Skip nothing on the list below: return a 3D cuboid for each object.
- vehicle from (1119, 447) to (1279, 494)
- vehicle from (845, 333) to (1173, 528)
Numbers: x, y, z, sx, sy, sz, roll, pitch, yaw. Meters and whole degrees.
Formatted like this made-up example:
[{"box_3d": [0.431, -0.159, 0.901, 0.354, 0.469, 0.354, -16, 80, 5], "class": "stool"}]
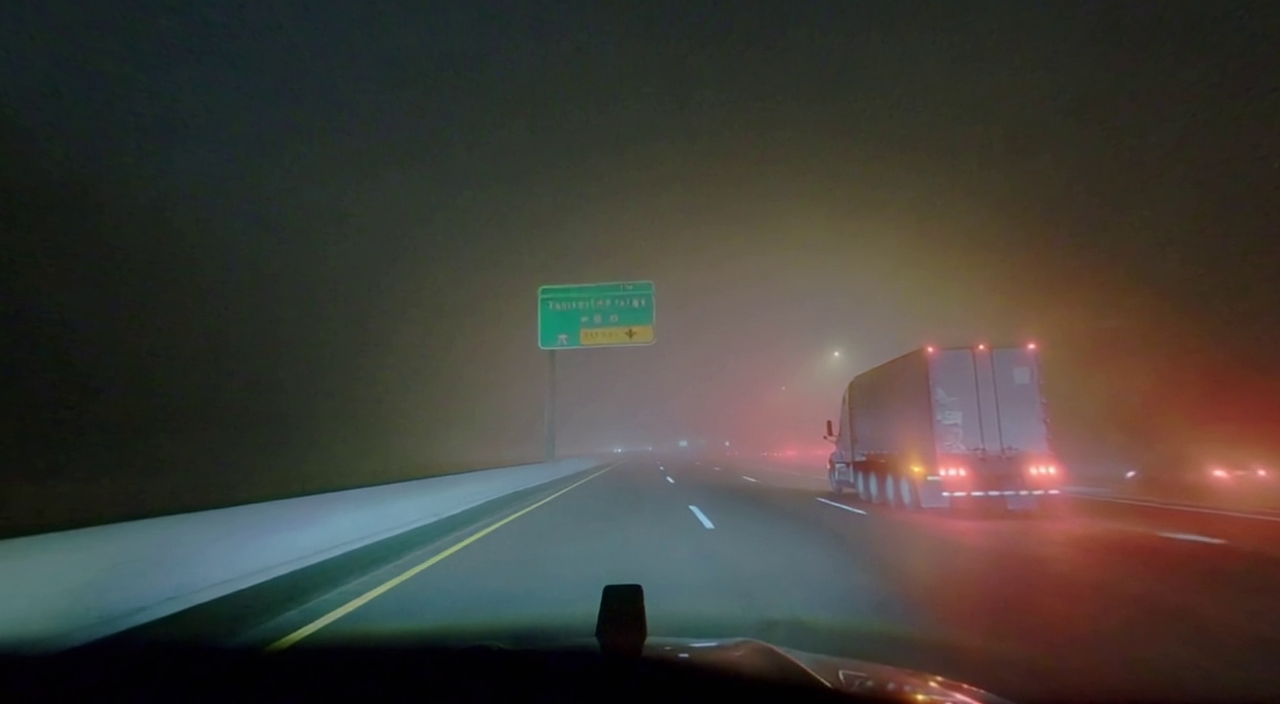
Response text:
[{"box_3d": [19.200, 4.050, 21.899, 1.785, 1.437, 4.102, 0, -9, -1], "class": "vehicle"}, {"box_3d": [7.249, 1.839, 14.116, 2.690, 3.197, 7.515, 0, -9, 0], "class": "vehicle"}]
